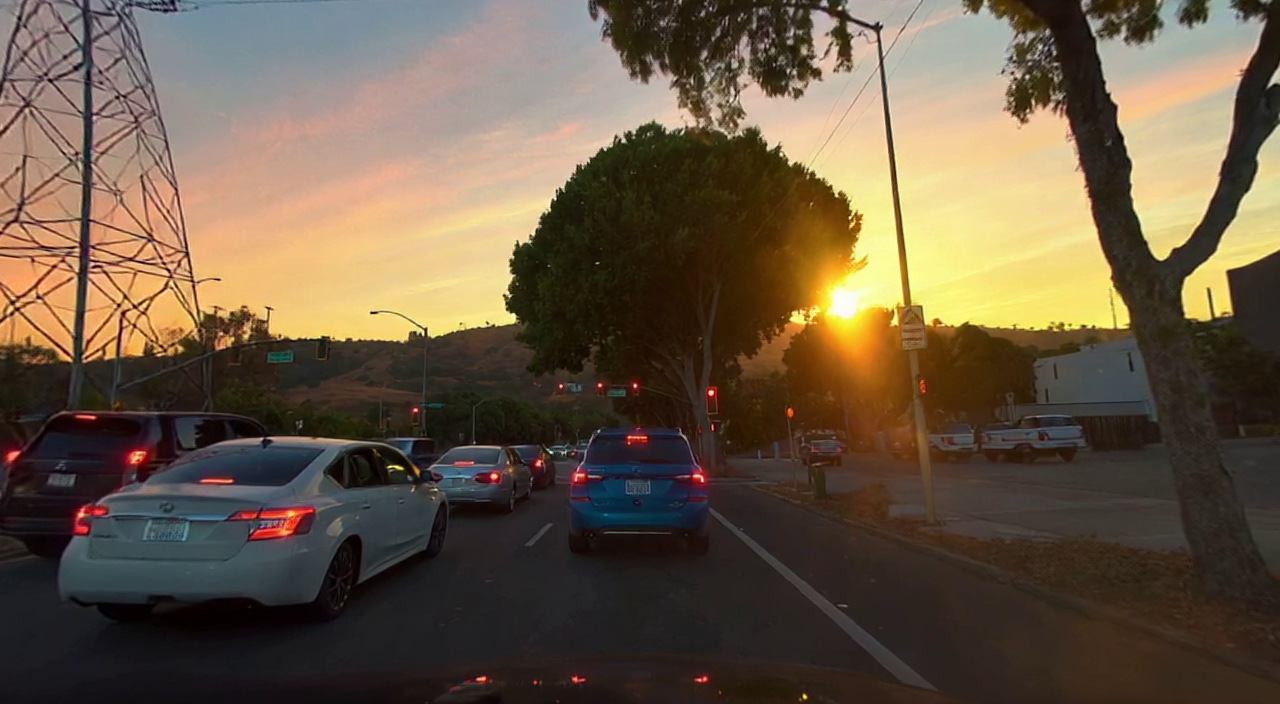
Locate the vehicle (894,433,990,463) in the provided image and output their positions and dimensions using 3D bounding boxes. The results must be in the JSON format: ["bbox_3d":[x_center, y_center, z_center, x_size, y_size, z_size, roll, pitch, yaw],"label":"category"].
[{"bbox_3d":[15.089,4.808,31.707,3.858,1.437,1.899,0,-8,-4],"label":"vehicle"}]

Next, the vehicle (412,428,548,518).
[{"bbox_3d":[-3.255,2.525,13.672,1.997,1.636,3.760,0,-8,-1],"label":"vehicle"}]

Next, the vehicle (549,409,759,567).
[{"bbox_3d":[0.084,1.764,8.939,2.239,1.661,4.224,0,-8,-2],"label":"vehicle"}]

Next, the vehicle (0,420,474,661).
[{"bbox_3d":[-3.172,1.496,6.202,1.973,1.469,4.448,0,-8,-1],"label":"vehicle"}]
